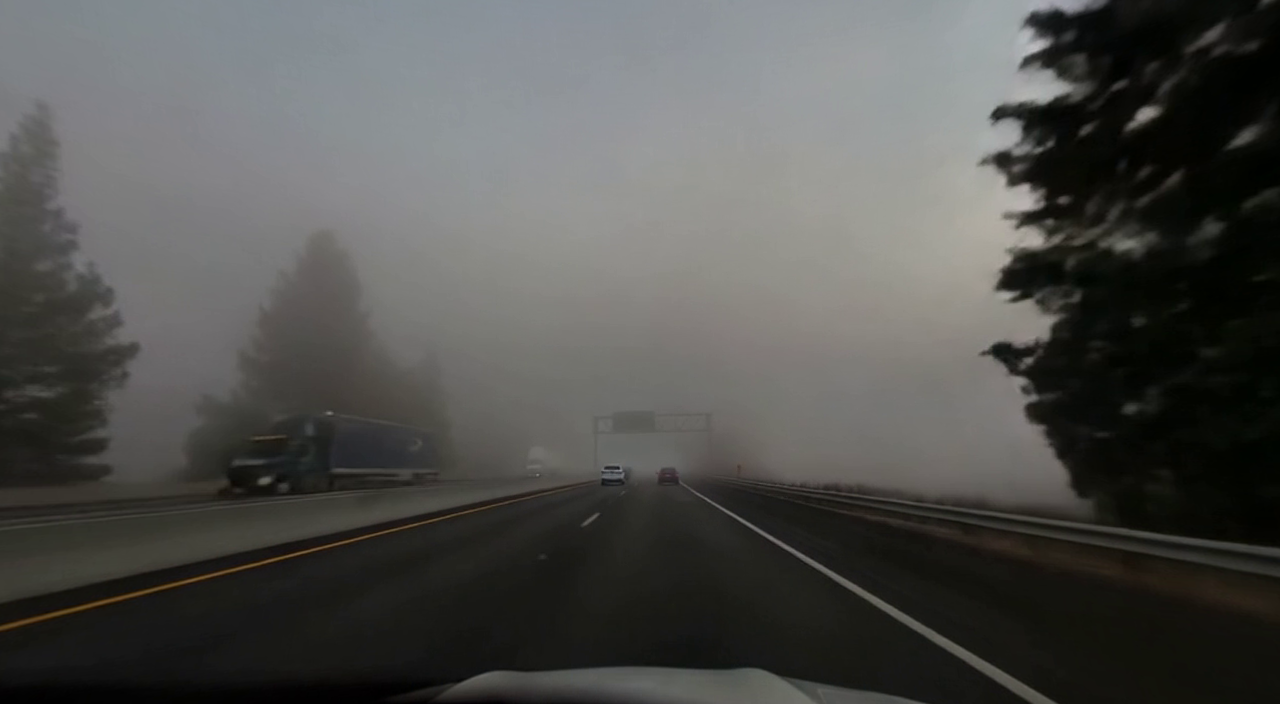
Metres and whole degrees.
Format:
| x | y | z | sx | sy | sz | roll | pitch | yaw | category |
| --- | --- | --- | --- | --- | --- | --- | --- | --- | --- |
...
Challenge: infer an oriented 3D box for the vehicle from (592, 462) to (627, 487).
| x | y | z | sx | sy | sz | roll | pitch | yaw | category |
| --- | --- | --- | --- | --- | --- | --- | --- | --- | --- |
| -2.152 | 8.939 | 46.047 | 2.160 | 1.721 | 4.368 | 0 | -11 | 3 | vehicle |

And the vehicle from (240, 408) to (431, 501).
| x | y | z | sx | sy | sz | roll | pitch | yaw | category |
| --- | --- | --- | --- | --- | --- | --- | --- | --- | --- |
| -15.651 | 5.773 | 34.626 | 2.881 | 4.002 | 14.159 | 1 | -11 | 2 | vehicle |
